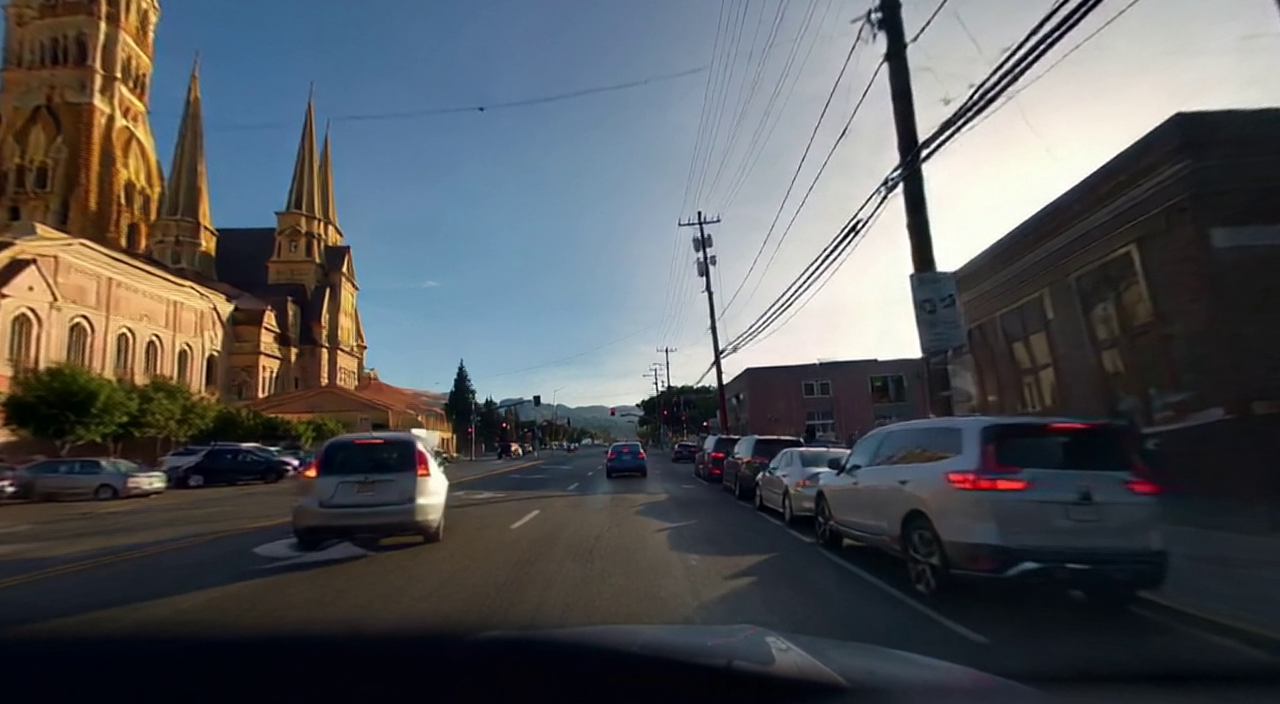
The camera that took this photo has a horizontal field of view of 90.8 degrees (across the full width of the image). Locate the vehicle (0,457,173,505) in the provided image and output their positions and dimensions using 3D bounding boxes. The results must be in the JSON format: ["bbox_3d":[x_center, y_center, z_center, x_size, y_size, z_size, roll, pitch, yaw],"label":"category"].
[{"bbox_3d":[-18.755,4.319,21.316,4.465,1.496,1.836,0,-8,0],"label":"vehicle"}]

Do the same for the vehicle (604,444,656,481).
[{"bbox_3d":[-0.402,4.678,27.113,2.049,1.453,4.299,0,-8,0],"label":"vehicle"}]

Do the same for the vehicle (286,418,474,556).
[{"bbox_3d":[-4.149,2.059,10.499,2.240,1.731,4.470,3,-9,-20],"label":"vehicle"}]

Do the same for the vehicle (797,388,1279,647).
[{"bbox_3d":[3.557,1.575,7.178,2.106,1.750,5.328,2,-9,-1],"label":"vehicle"}]

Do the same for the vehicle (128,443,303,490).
[{"bbox_3d":[-18.304,4.946,27.462,5.873,1.917,2.472,-1,-8,3],"label":"vehicle"}]

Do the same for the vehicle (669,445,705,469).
[{"bbox_3d":[3.271,7.390,44.750,1.944,1.530,4.539,0,-8,-4],"label":"vehicle"}]
